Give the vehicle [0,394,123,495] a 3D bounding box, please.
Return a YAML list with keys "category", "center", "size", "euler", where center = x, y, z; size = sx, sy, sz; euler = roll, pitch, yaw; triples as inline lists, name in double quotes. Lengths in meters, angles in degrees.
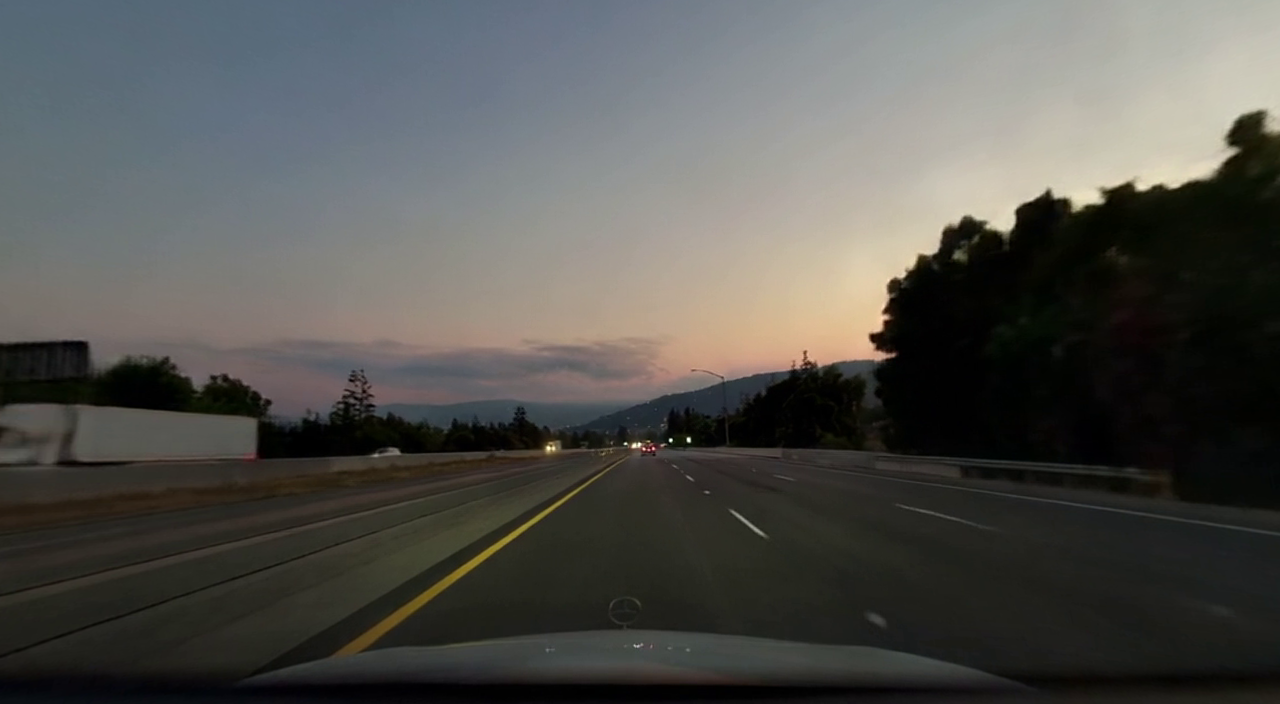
- category: "vehicle"
  center: [-28.603, 4.279, 29.111]
  size: [2.959, 4.243, 7.308]
  euler: [0, -8, 1]
